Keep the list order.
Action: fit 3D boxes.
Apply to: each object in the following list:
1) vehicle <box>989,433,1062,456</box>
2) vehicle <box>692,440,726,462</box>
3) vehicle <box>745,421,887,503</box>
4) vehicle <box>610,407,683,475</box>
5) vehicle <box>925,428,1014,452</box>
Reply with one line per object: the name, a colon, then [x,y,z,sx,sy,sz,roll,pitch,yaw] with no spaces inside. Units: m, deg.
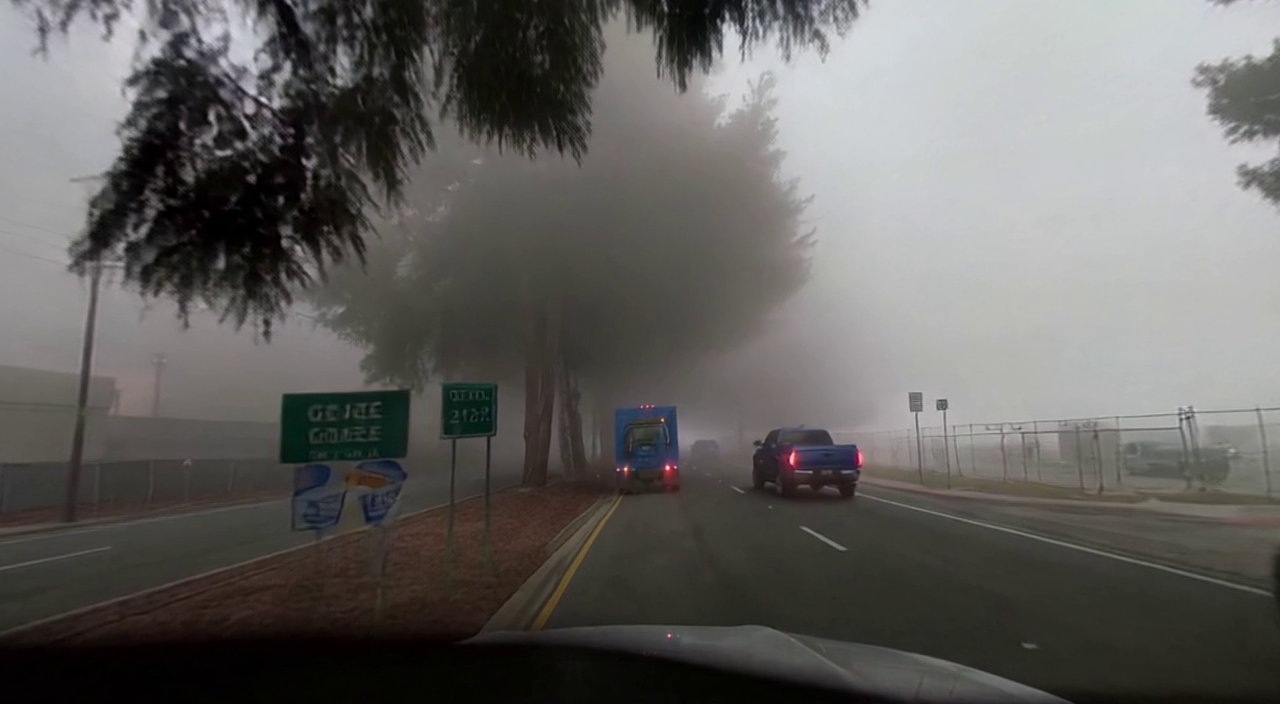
vehicle: [23.007,5.546,37.678,3.251,1.321,1.555,0,-9,-1]
vehicle: [5.342,7.749,49.429,2.076,1.661,4.524,0,-8,0]
vehicle: [4.453,2.880,16.985,2.375,1.857,5.100,0,-8,0]
vehicle: [0.415,4.434,31.369,3.197,2.963,7.055,0,-8,2]
vehicle: [22.655,6.087,43.464,4.995,1.543,1.899,-1,-11,1]
